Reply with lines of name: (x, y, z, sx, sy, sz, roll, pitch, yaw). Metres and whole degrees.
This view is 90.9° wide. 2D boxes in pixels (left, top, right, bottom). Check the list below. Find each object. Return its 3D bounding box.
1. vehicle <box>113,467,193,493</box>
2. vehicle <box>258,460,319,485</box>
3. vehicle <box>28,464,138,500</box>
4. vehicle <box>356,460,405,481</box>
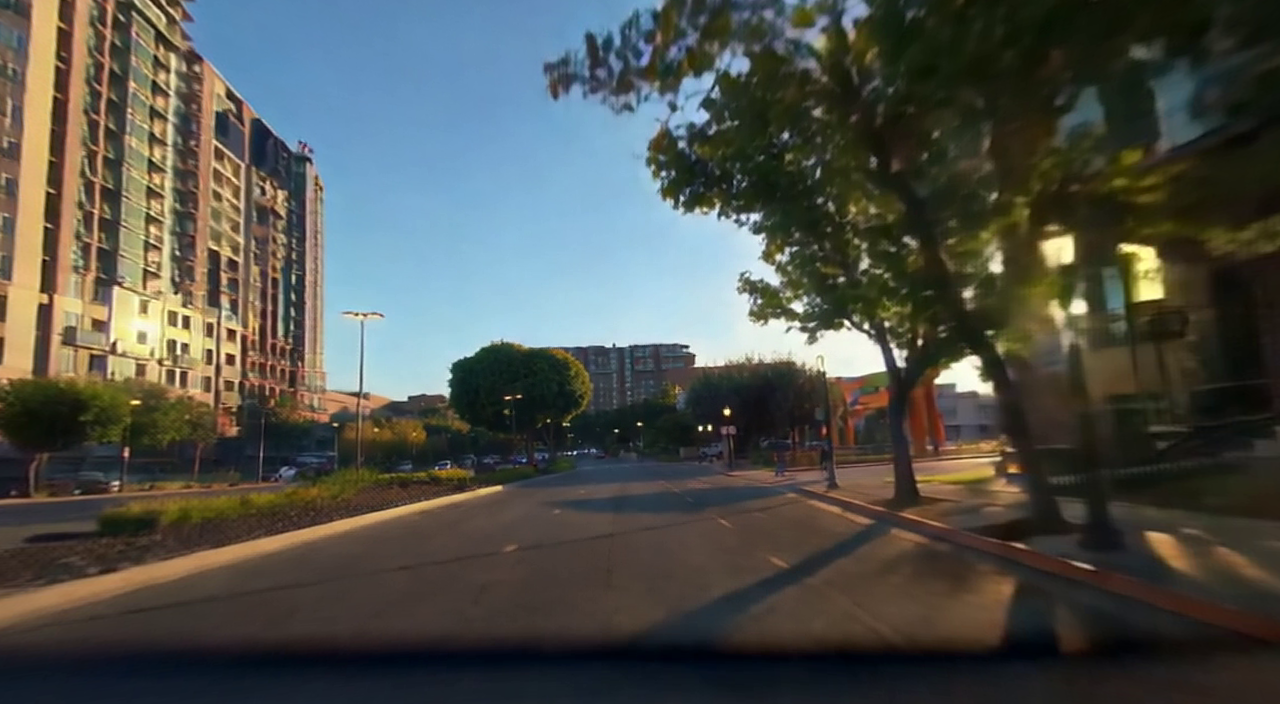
vehicle: (-32.870, 8.637, 42.727, 1.823, 1.471, 4.715, 0, -8, -2)
vehicle: (-26.967, 9.250, 48.595, 2.124, 1.650, 4.413, 0, -8, 0)
vehicle: (-32.471, 7.533, 37.000, 2.235, 1.777, 4.963, 1, -8, -6)
vehicle: (-19.784, 9.054, 48.257, 1.835, 1.417, 4.352, 0, -8, 1)
